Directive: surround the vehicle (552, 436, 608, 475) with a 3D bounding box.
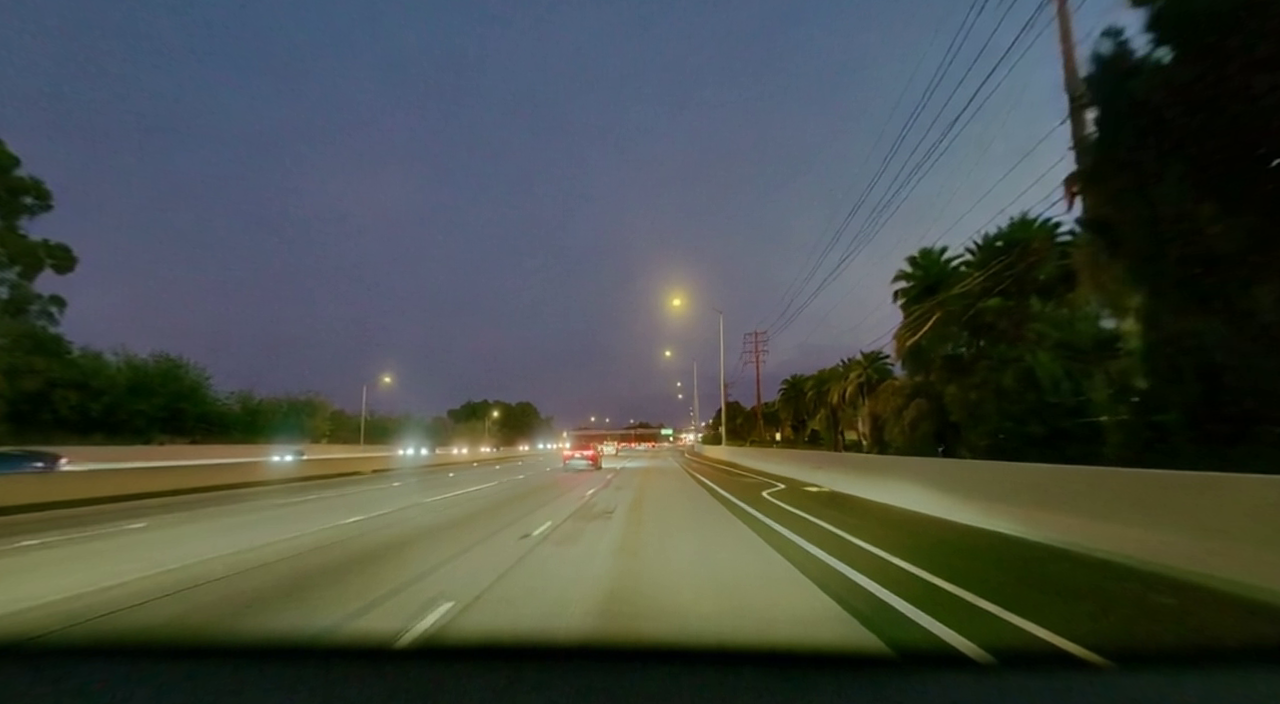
[{"bbox_3d":[-2.656,4.676,28.716,2.029,1.609,3.935,0,-8,2],"label":"vehicle"}]
